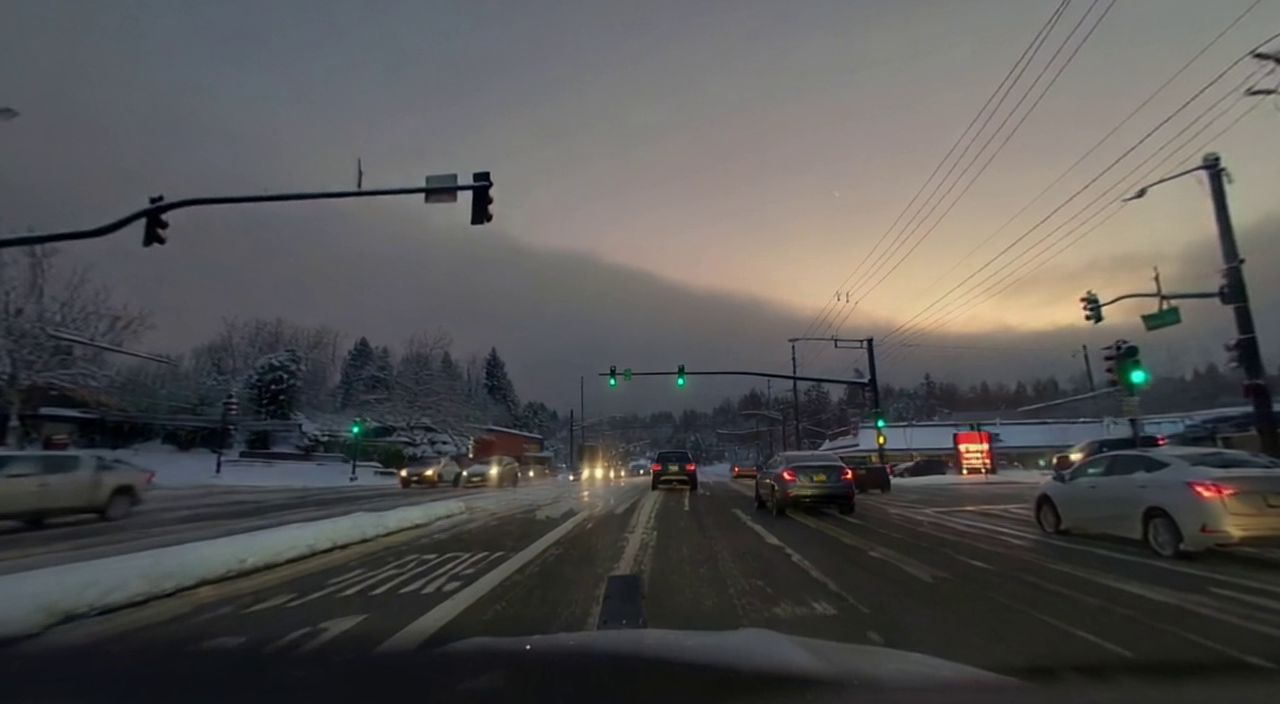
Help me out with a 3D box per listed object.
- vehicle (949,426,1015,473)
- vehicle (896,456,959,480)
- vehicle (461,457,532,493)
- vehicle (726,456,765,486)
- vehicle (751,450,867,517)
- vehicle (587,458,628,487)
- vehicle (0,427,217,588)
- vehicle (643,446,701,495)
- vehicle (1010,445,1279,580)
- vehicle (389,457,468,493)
[{"bbox_3d":[20.129,5.720,37.015,2.521,2.491,5.455,-7,-11,35],"label":"vehicle"},{"bbox_3d":[18.981,7.605,41.528,4.373,1.399,2.052,7,-11,-41],"label":"vehicle"},{"bbox_3d":[-6.774,5.842,30.366,1.993,1.491,4.673,-1,-8,5],"label":"vehicle"},{"bbox_3d":[6.751,7.619,40.780,2.036,1.719,4.318,-1,-8,4],"label":"vehicle"},{"bbox_3d":[4.304,3.384,16.896,1.963,1.484,4.609,0,-8,2],"label":"vehicle"},{"bbox_3d":[-2.115,8.037,42.359,2.041,1.494,4.647,-3,-6,5],"label":"vehicle"},{"bbox_3d":[-7.861,1.832,7.815,1.995,1.718,4.442,0,-8,2],"label":"vehicle"},{"bbox_3d":[1.394,4.897,26.622,2.210,1.861,4.280,-1,-8,4],"label":"vehicle"},{"bbox_3d":[7.746,2.109,9.282,1.911,1.466,4.572,0,-8,2],"label":"vehicle"},{"bbox_3d":[-10.367,6.044,31.310,1.938,1.506,4.771,-1,-8,5],"label":"vehicle"}]
